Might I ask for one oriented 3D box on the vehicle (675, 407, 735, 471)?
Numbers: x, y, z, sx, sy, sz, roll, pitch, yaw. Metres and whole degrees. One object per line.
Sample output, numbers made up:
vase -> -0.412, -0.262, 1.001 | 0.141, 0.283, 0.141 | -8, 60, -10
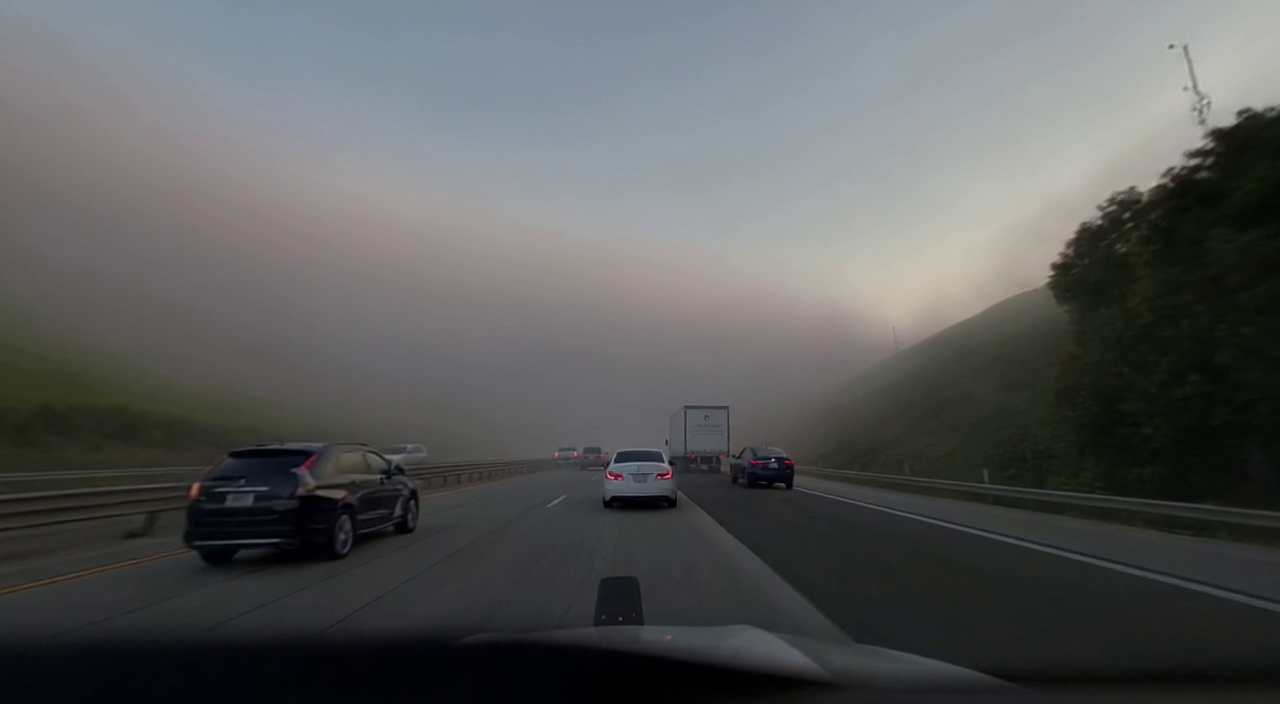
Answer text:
vehicle -> 4.586, 6.795, 48.301 | 3.194, 4.038, 16.301 | 0, -9, 1

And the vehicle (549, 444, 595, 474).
vehicle -> -4.077, 6.488, 38.408 | 2.211, 1.669, 4.224 | 0, -9, 1

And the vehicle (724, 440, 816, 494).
vehicle -> 4.183, 3.791, 21.137 | 2.029, 1.579, 4.484 | 0, -9, -1

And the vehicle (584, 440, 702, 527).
vehicle -> 0.060, 2.582, 12.815 | 2.041, 1.484, 3.535 | 0, -9, 0

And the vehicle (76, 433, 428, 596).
vehicle -> -4.258, 1.817, 7.820 | 1.848, 1.486, 3.832 | 0, -9, 1
